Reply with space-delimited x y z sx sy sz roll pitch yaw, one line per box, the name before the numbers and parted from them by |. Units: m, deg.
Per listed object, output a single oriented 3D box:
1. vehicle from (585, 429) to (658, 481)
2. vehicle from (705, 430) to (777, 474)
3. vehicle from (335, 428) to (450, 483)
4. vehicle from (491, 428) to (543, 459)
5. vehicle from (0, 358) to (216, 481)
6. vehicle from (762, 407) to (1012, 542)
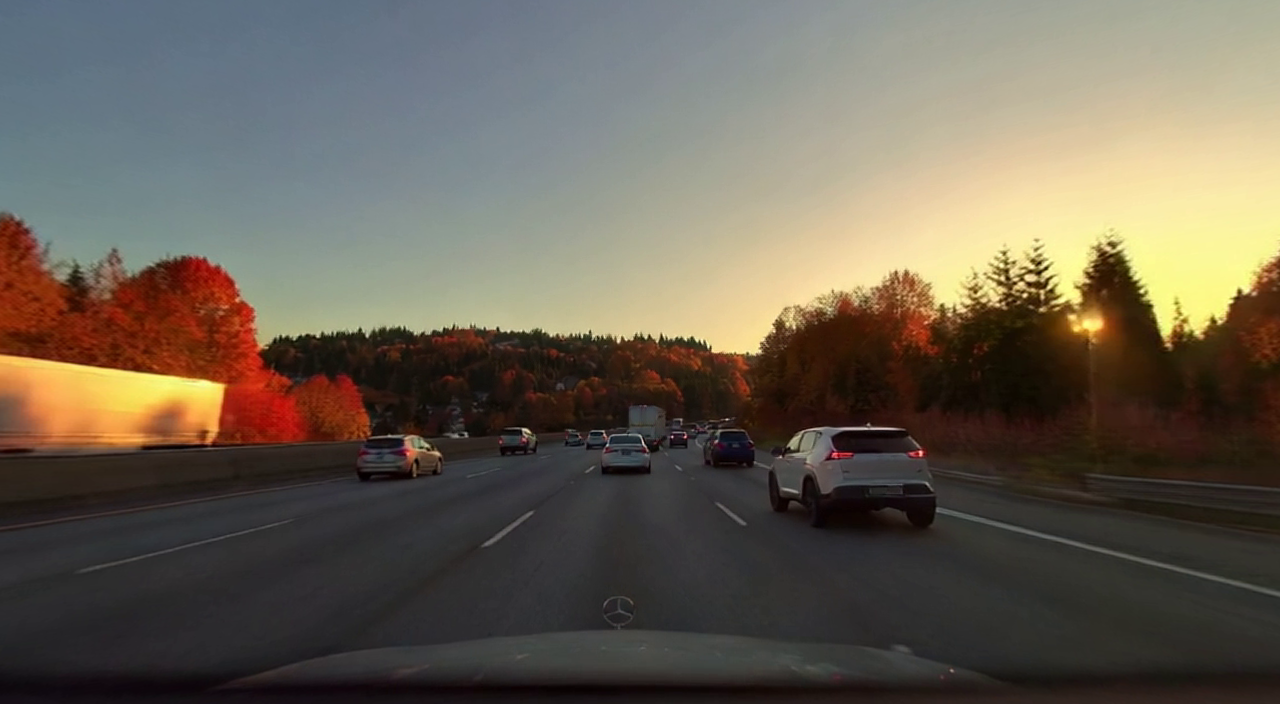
vehicle | -0.575 3.274 20.414 2.111 1.494 4.364 0 -8 -1
vehicle | 3.742 3.767 24.088 1.972 1.516 4.514 0 -8 0
vehicle | -7.576 3.195 19.724 1.934 1.526 3.966 0 -8 1
vehicle | -7.414 5.561 38.413 2.117 1.779 4.745 0 -8 1
vehicle | -22.862 2.736 24.507 2.873 4.084 13.906 0 -8 1
vehicle | 3.480 1.797 9.963 2.095 1.650 4.331 0 -8 -1
